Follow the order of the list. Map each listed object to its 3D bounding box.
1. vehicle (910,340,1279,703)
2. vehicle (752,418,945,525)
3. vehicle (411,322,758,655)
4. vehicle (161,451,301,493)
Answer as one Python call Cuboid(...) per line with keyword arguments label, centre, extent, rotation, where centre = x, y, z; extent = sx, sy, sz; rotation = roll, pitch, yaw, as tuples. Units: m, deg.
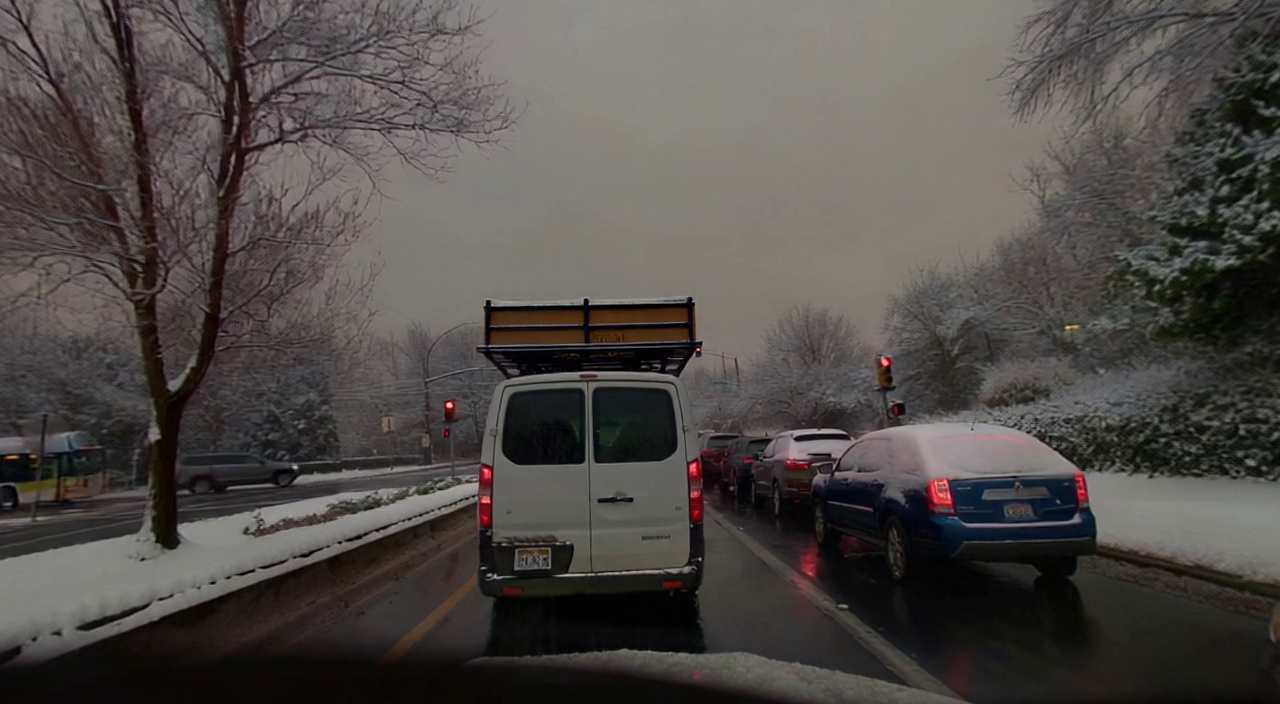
Cuboid(label="vehicle", centre=(3.452, 0.938, 3.416), extent=(1.965, 1.671, 4.146), rotation=(0, -9, -3))
Cuboid(label="vehicle", centre=(3.718, 2.224, 12.269), extent=(2.024, 1.692, 4.252), rotation=(1, -9, -4))
Cuboid(label="vehicle", centre=(-0.356, 1.155, 6.187), extent=(2.145, 2.089, 4.309), rotation=(0, -9, 0))
Cuboid(label="vehicle", centre=(-19.786, 5.810, 30.906), extent=(5.241, 1.894, 2.257), rotation=(3, -9, -20))
